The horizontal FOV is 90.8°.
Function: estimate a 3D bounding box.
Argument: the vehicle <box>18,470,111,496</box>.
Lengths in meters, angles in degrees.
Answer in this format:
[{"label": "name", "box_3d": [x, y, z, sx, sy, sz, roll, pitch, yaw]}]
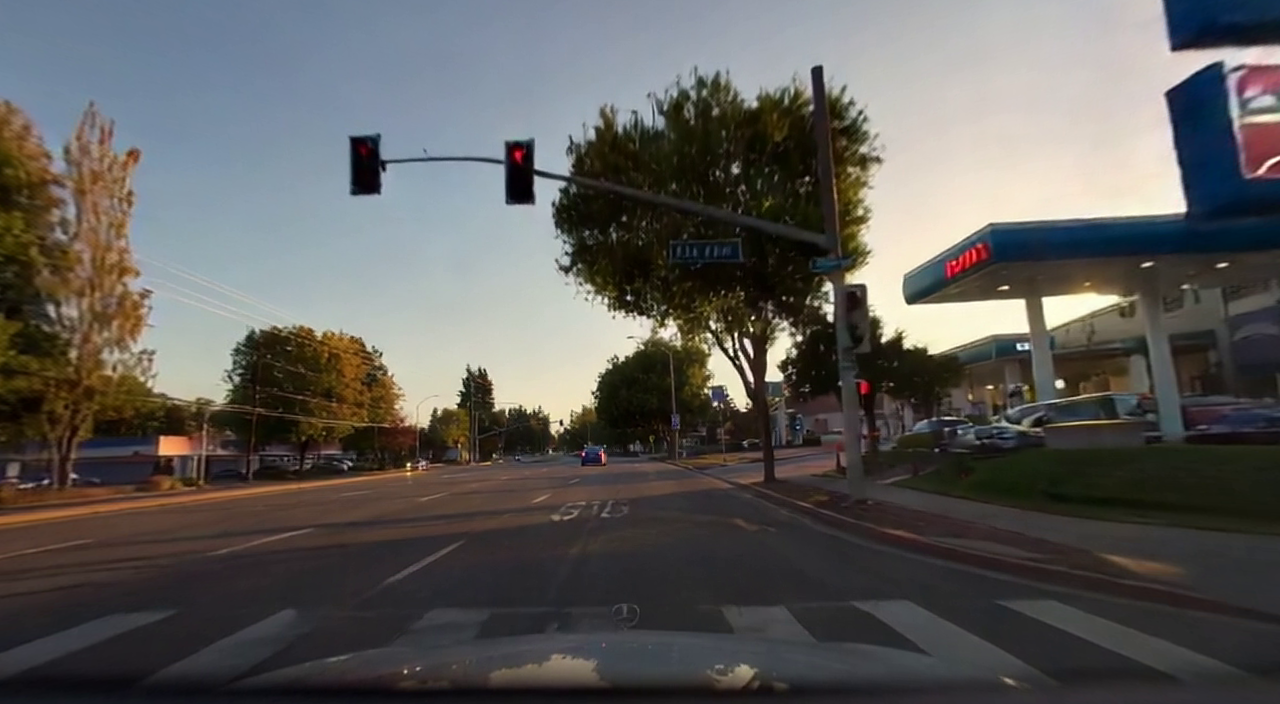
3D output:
[{"label": "vehicle", "box_3d": [-38.149, 8.681, 41.947, 4.234, 1.461, 1.904, 0, -7, -3]}]
